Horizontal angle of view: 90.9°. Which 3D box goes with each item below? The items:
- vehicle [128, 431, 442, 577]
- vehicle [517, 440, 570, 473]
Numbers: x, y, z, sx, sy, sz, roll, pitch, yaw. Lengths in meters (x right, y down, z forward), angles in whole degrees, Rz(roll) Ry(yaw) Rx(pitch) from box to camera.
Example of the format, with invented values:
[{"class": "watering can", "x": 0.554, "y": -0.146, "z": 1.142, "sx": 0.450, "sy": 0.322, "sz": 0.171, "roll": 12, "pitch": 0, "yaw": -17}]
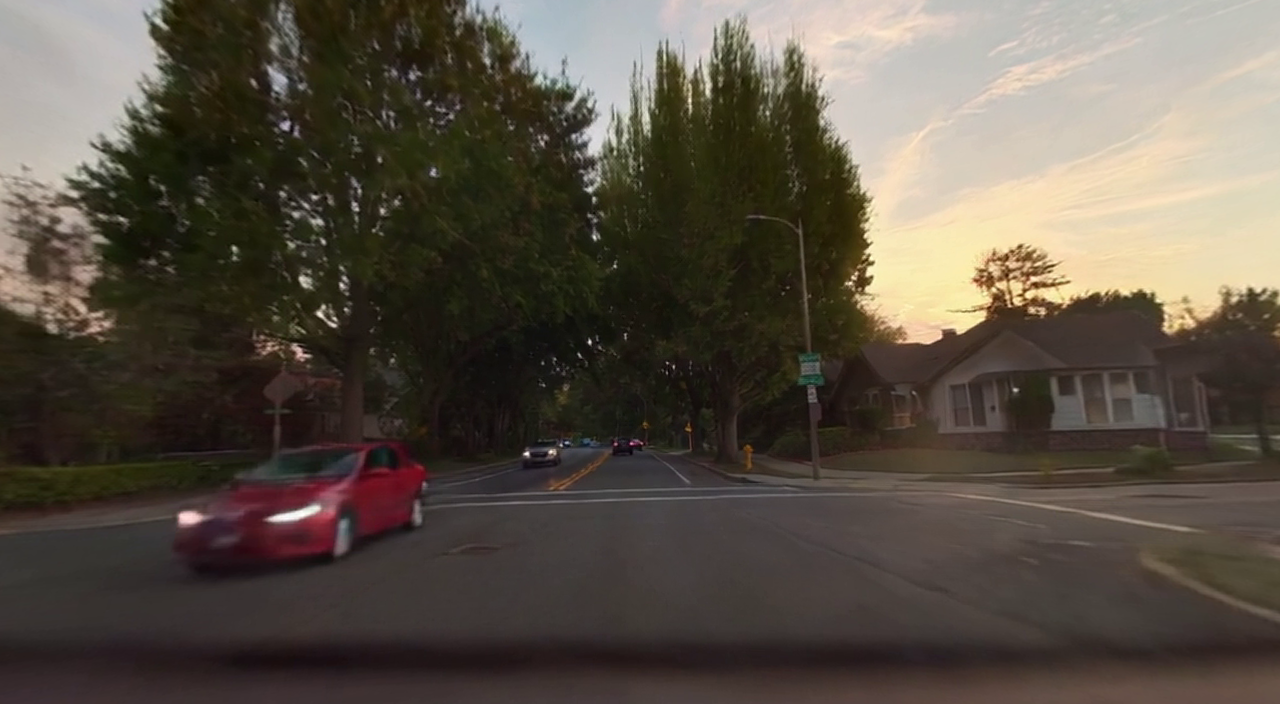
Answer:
[{"class": "vehicle", "x": -4.464, "y": 1.927, "z": 8.887, "sx": 1.979, "sy": 1.532, "sz": 4.212, "roll": 0, "pitch": -8, "yaw": 0}, {"class": "vehicle", "x": -4.786, "y": 5.233, "z": 31.887, "sx": 1.938, "sy": 1.519, "sz": 4.227, "roll": 0, "pitch": -8, "yaw": 1}]
